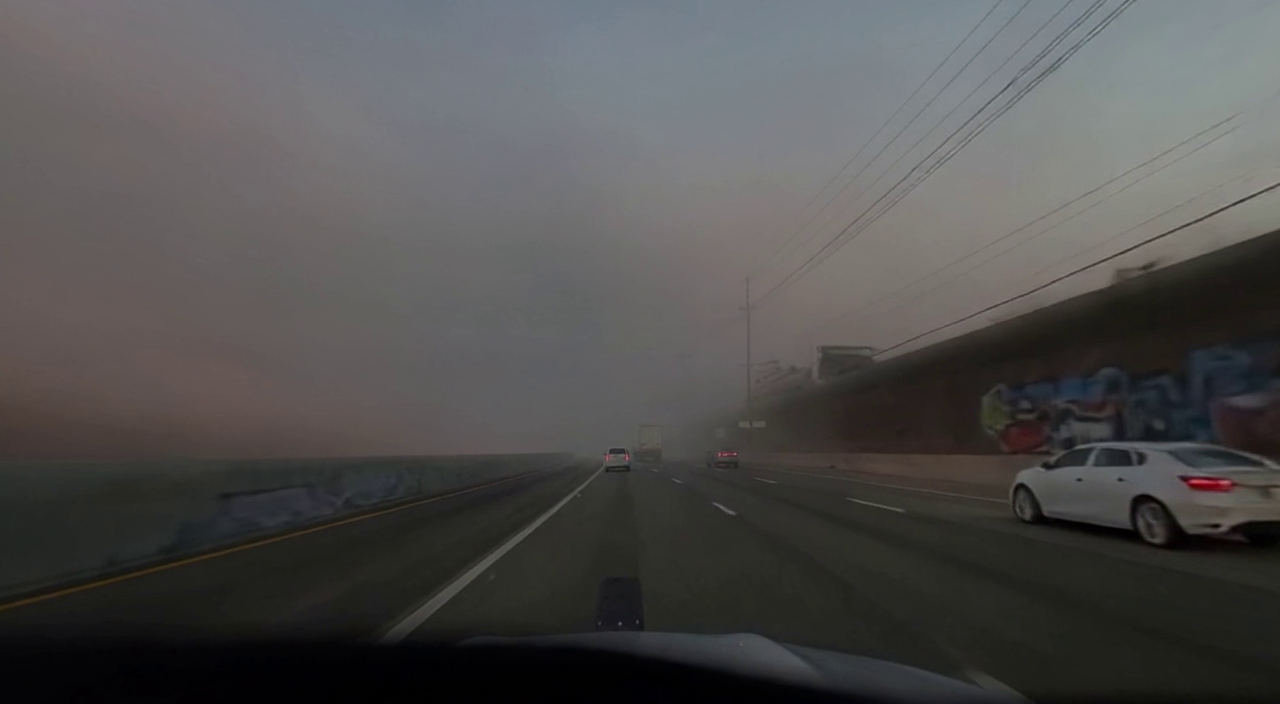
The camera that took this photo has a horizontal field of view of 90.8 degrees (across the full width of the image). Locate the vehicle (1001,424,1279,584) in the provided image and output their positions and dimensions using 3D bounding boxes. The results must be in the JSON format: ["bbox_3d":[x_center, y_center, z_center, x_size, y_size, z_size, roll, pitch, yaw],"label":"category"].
[{"bbox_3d":[7.177,1.807,8.322,2.032,1.525,4.631,0,-9,-1],"label":"vehicle"}]

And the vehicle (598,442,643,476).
[{"bbox_3d":[-1.024,5.517,32.754,2.191,1.685,3.353,0,-9,-2],"label":"vehicle"}]

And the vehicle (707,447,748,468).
[{"bbox_3d":[6.236,7.593,45.577,2.018,1.451,4.762,0,-9,-4],"label":"vehicle"}]
